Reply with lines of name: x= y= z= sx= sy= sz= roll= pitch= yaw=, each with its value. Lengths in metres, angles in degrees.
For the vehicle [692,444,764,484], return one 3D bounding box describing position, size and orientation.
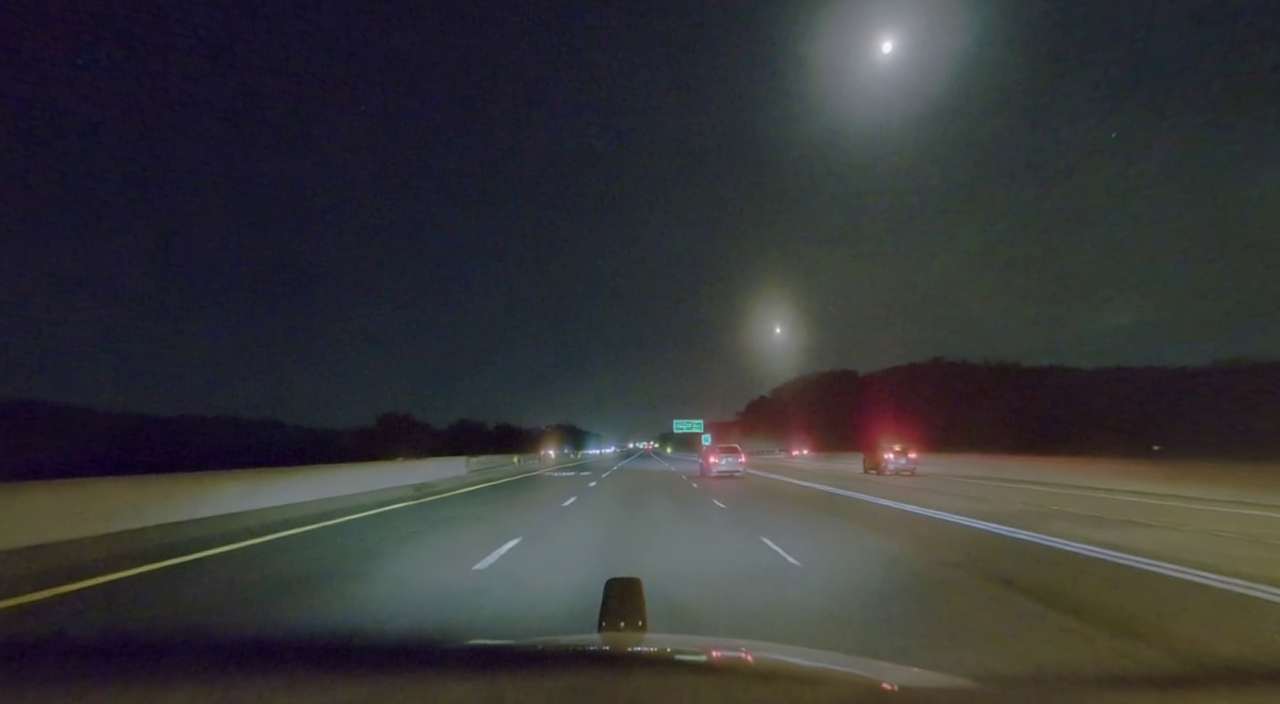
vehicle: x=3.430 y=4.470 z=25.580 sx=2.193 sy=1.462 sz=4.533 roll=0 pitch=-8 yaw=-1
